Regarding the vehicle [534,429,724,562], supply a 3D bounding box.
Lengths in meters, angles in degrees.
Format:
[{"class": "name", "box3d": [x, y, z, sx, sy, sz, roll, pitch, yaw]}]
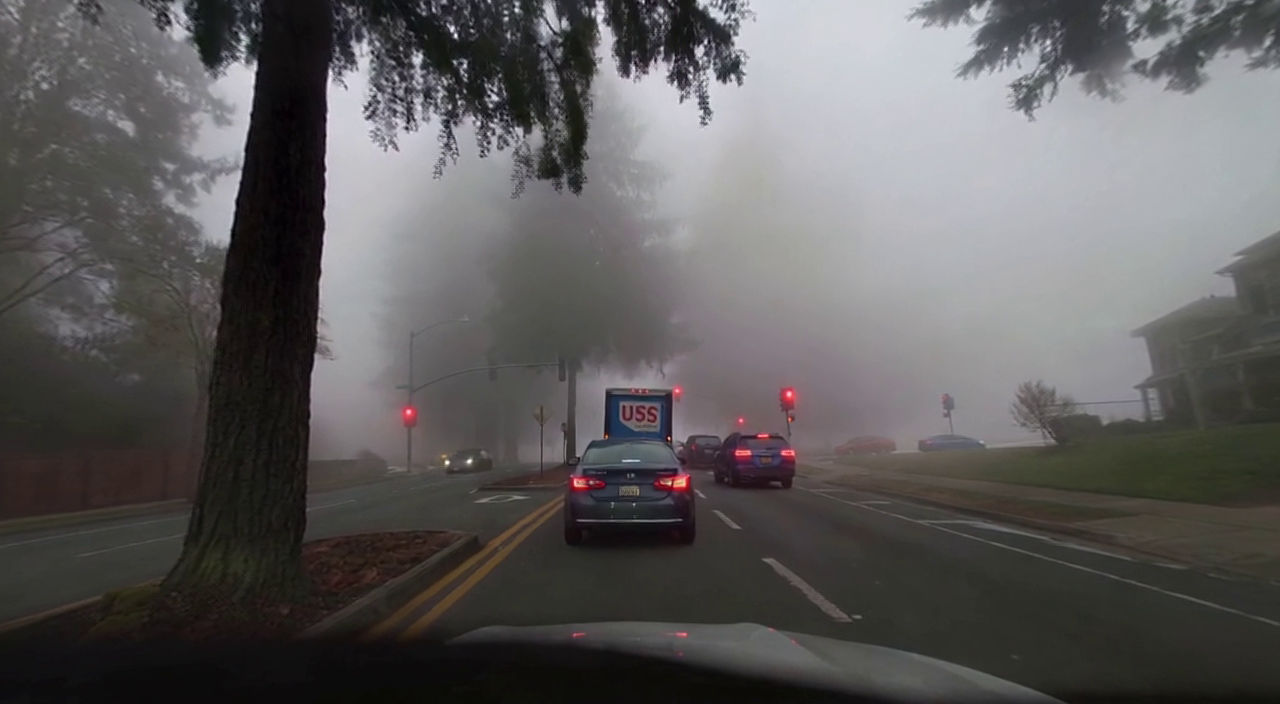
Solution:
[{"class": "vehicle", "box3d": [-0.156, 1.937, 9.303, 2.135, 1.483, 4.207, 0, -8, -1]}]

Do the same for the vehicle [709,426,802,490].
[{"class": "vehicle", "box3d": [3.617, 3.438, 20.774, 2.145, 1.847, 4.524, 0, -8, -1]}]

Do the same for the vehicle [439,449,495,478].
[{"class": "vehicle", "box3d": [-9.755, 6.313, 36.003, 1.950, 1.467, 4.270, 0, -8, 1]}]
